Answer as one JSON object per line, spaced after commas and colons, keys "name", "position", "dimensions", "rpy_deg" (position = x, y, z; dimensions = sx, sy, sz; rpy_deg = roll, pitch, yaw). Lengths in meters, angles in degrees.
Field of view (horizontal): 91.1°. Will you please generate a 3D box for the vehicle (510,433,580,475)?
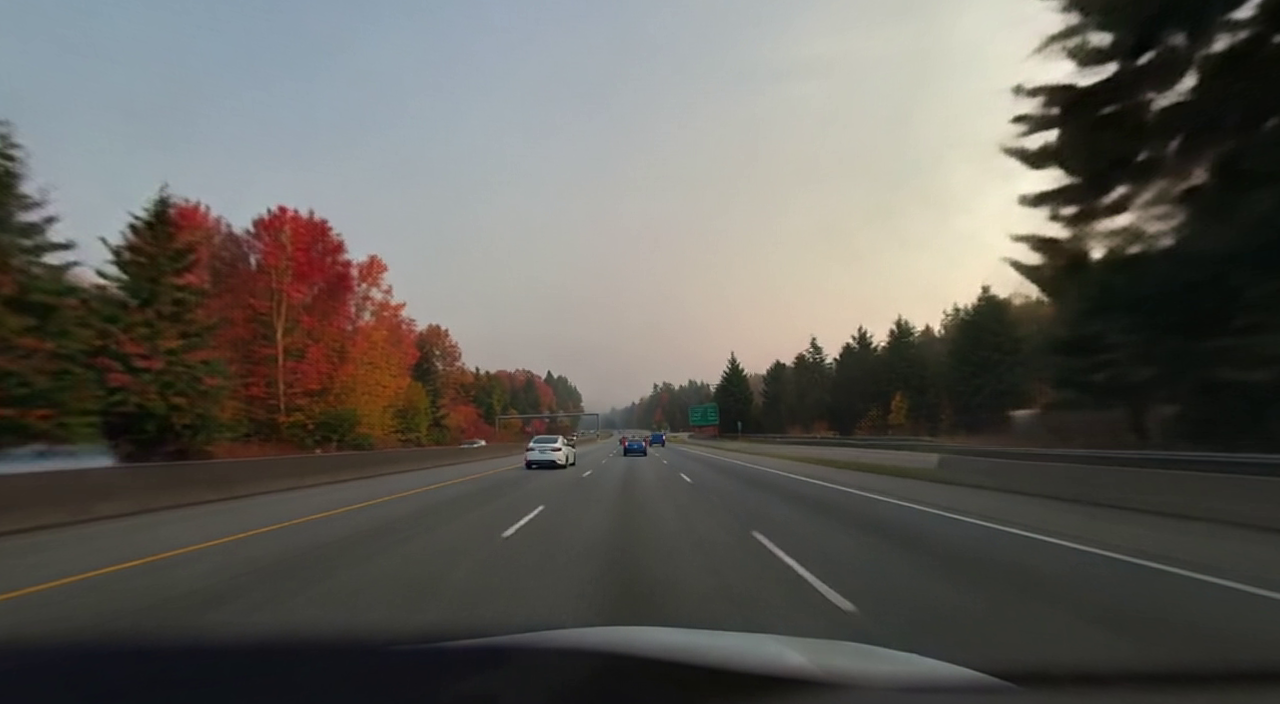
{"name": "vehicle", "position": [-3.646, 4.009, 24.983], "dimensions": [2.103, 1.507, 4.367], "rpy_deg": [0, -8, 0]}
